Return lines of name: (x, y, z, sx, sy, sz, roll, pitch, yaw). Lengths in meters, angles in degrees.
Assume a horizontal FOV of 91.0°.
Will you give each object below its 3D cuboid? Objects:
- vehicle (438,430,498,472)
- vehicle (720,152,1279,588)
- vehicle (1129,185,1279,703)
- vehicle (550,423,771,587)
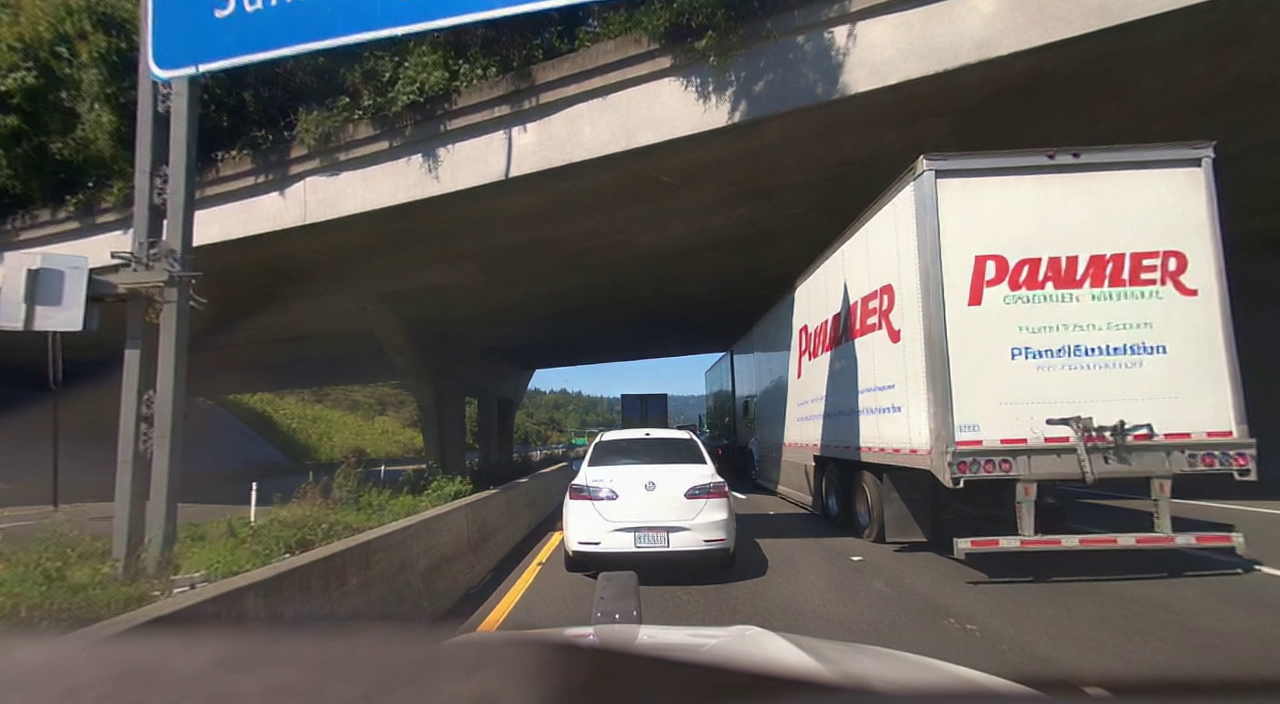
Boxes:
vehicle: (-12.278, 7.120, 45.546, 2.524, 2.800, 6.564, -1, -8, -1)
vehicle: (4.191, 1.066, 12.968, 2.827, 4.081, 14.305, 0, -8, -1)
vehicle: (4.733, 0.116, 0.662, 2.892, 2.615, 6.650, 0, -8, -2)
vehicle: (0.177, 1.684, 7.714, 2.045, 1.490, 3.597, -1, -8, 0)
